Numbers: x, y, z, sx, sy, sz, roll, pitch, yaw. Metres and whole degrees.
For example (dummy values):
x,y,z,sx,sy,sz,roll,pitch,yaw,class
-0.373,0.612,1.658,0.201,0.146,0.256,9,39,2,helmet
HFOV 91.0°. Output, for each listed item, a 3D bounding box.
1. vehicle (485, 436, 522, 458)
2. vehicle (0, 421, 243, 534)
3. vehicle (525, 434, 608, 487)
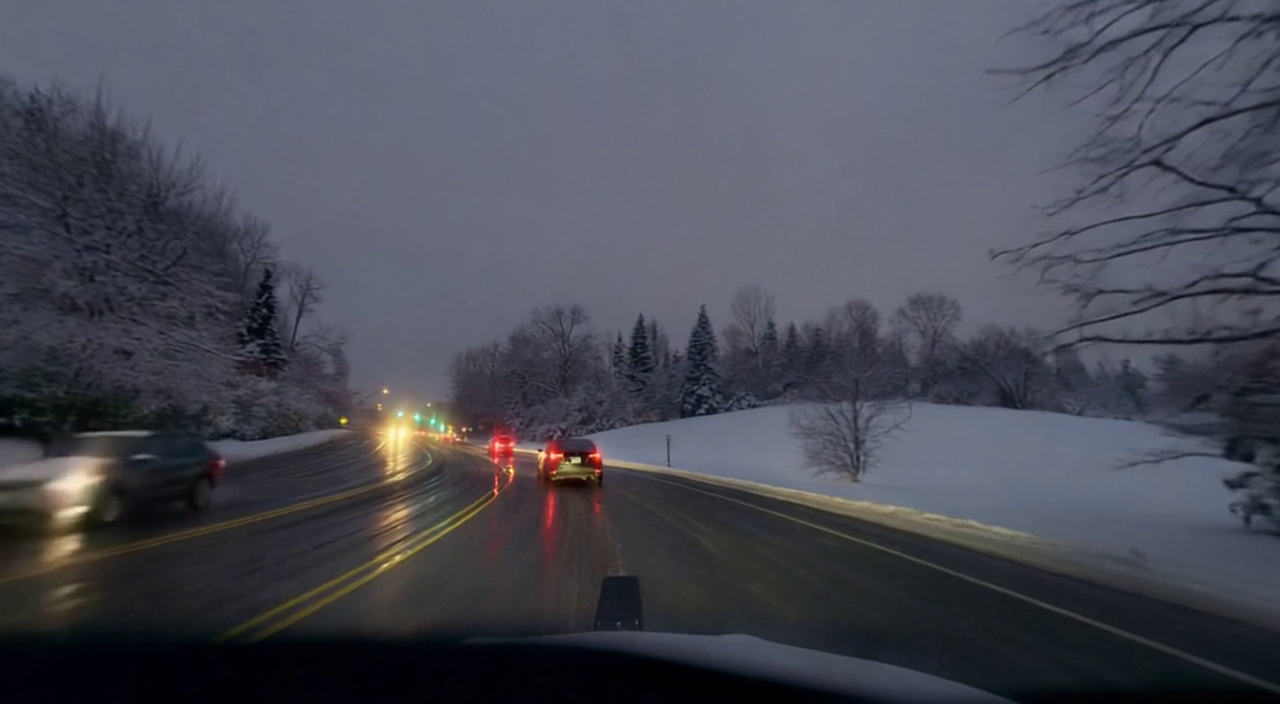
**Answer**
x,y,z,sx,sy,sz,roll,pitch,yaw,class
-9.990,6.933,45.977,2.080,1.530,3.719,3,-9,-20,vehicle
-9.241,2.052,10.805,2.126,1.493,4.748,1,-9,-6,vehicle
-2.485,3.477,20.410,2.296,1.510,4.068,2,-9,-11,vehicle
